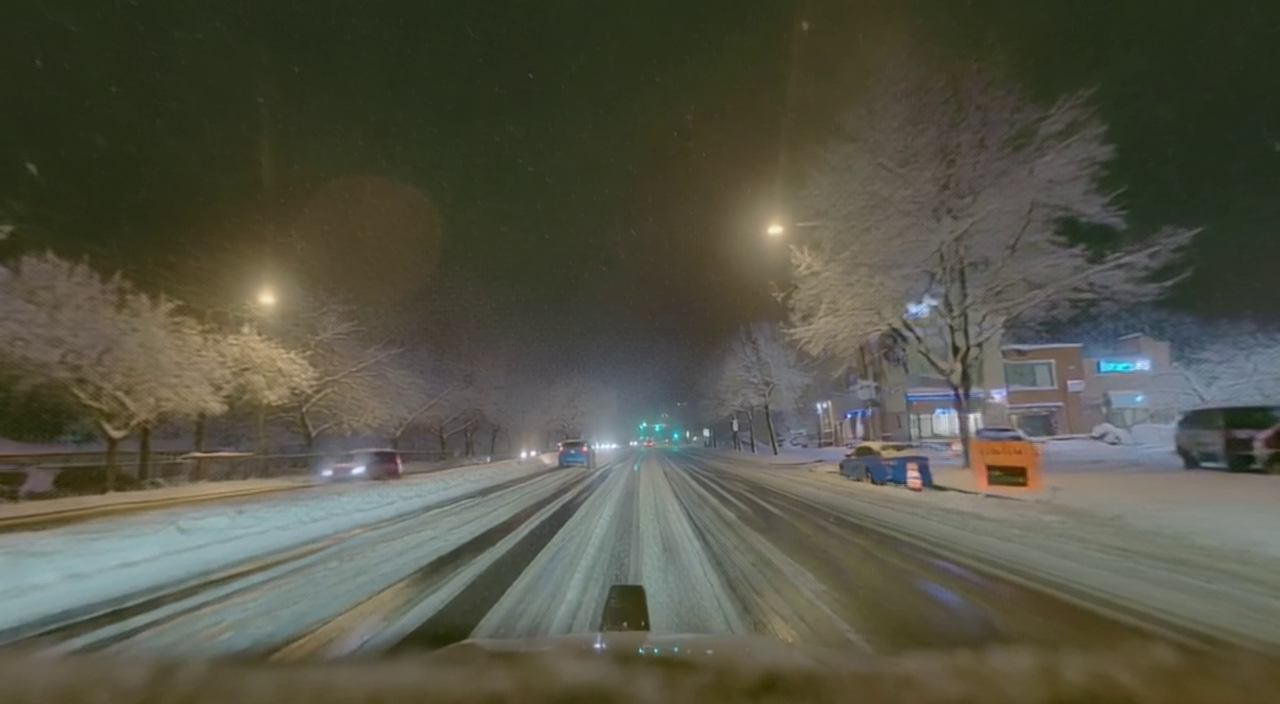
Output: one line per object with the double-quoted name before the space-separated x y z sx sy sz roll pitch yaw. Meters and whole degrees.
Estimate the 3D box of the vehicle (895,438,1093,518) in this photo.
"vehicle" 7.301 2.585 13.617 1.799 1.399 4.317 -1 -8 1

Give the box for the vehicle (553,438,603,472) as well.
"vehicle" -2.841 4.814 29.653 1.926 1.442 4.231 0 -8 0

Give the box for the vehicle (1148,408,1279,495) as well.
"vehicle" 13.378 2.043 13.023 1.916 1.683 4.516 0 -8 0

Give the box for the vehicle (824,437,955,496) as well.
"vehicle" 7.096 3.270 18.506 1.953 1.479 4.524 0 -8 0

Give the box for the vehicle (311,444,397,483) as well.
"vehicle" -12.170 4.733 27.080 1.797 1.510 3.919 0 -8 1

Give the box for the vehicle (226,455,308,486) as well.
"vehicle" -22.063 7.013 37.514 1.955 1.447 4.911 -5 -8 0

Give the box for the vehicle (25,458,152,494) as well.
"vehicle" -29.683 6.633 34.094 4.947 1.683 1.968 7 -11 -41
